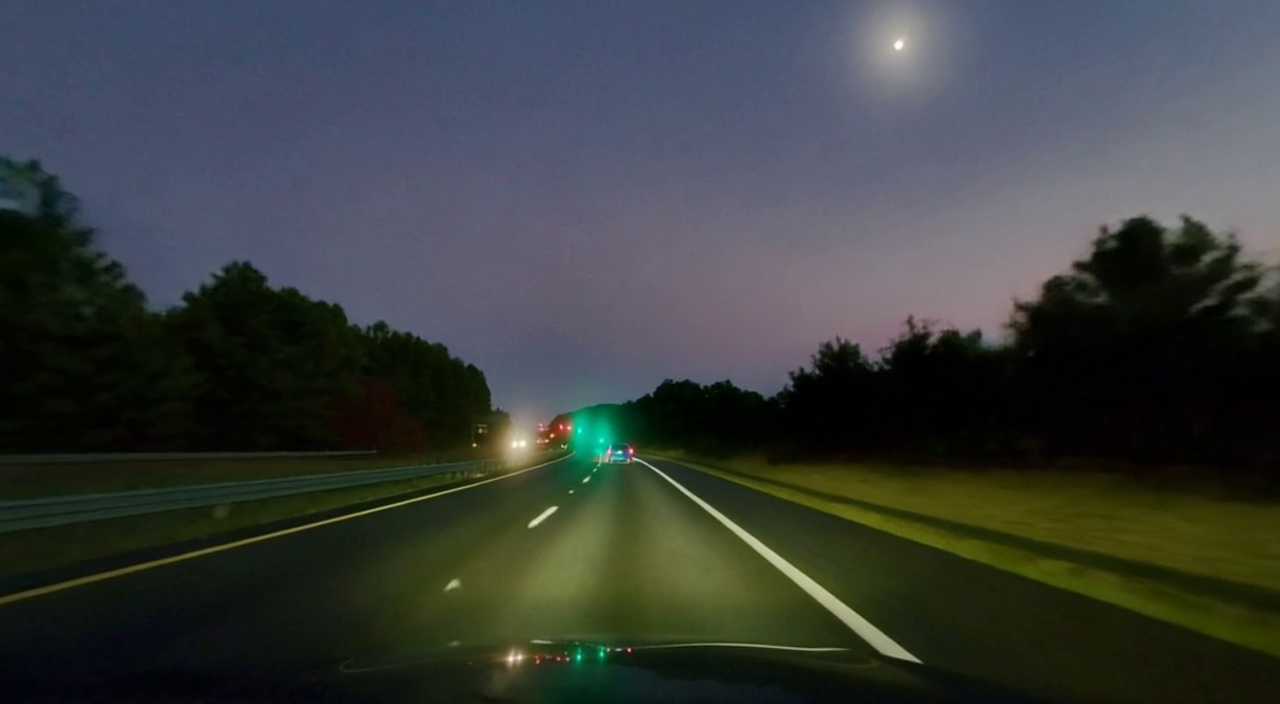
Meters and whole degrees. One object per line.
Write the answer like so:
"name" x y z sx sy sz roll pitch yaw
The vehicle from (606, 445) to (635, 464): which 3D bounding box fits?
"vehicle" -1.561 8.056 49.433 2.126 1.411 4.433 0 -9 -3
